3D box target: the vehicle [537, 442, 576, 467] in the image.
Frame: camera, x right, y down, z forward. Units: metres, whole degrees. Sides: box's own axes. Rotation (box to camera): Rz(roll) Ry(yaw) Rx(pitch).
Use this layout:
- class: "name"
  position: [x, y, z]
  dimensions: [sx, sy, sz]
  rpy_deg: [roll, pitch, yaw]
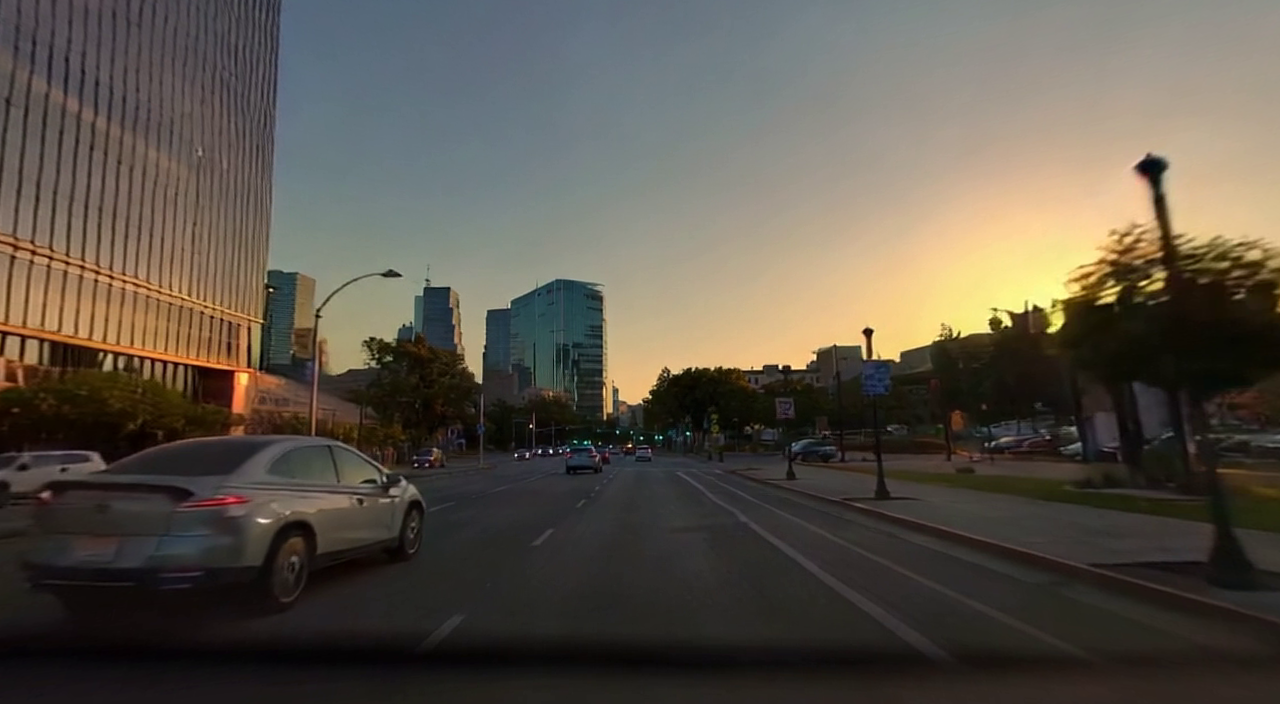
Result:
- class: "vehicle"
  position: [-6.290, 7.774, 48.138]
  dimensions: [2.224, 1.821, 4.711]
  rpy_deg: [0, -8, 1]

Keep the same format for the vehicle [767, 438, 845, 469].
- class: "vehicle"
  position: [10.755, 6.581, 41.202]
  dimensions: [4.430, 1.683, 1.966]
  rpy_deg: [-3, -8, 0]

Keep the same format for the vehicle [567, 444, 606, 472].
- class: "vehicle"
  position: [-3.161, 6.323, 37.924]
  dimensions: [1.983, 1.545, 3.773]
  rpy_deg: [0, -8, 1]

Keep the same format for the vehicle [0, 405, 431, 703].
- class: "vehicle"
  position: [-3.323, 1.285, 4.789]
  dimensions: [2.040, 1.497, 4.193]
  rpy_deg: [0, -8, 0]
